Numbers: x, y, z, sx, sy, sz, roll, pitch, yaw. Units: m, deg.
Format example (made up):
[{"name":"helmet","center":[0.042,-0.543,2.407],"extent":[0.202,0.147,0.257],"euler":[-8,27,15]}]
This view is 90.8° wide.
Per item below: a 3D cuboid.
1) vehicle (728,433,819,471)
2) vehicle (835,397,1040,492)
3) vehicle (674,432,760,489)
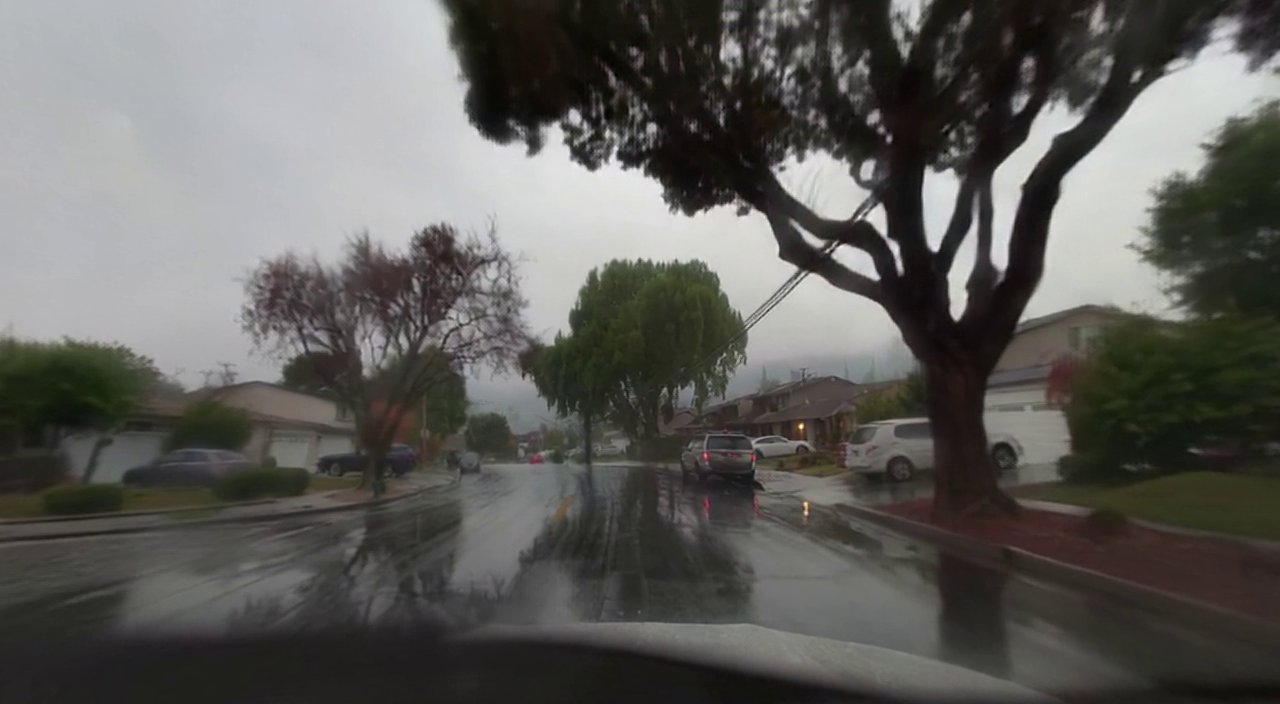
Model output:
[{"name":"vehicle","center":[7.594,5.755,36.324],"extent":[4.666,1.655,2.169],"euler":[-6,-9,1]},{"name":"vehicle","center":[8.663,2.731,18.784],"extent":[4.801,2.139,2.164],"euler":[-6,-8,-2]},{"name":"vehicle","center":[2.798,4.121,24.351],"extent":[2.214,1.962,4.733],"euler":[1,-9,-6]}]
